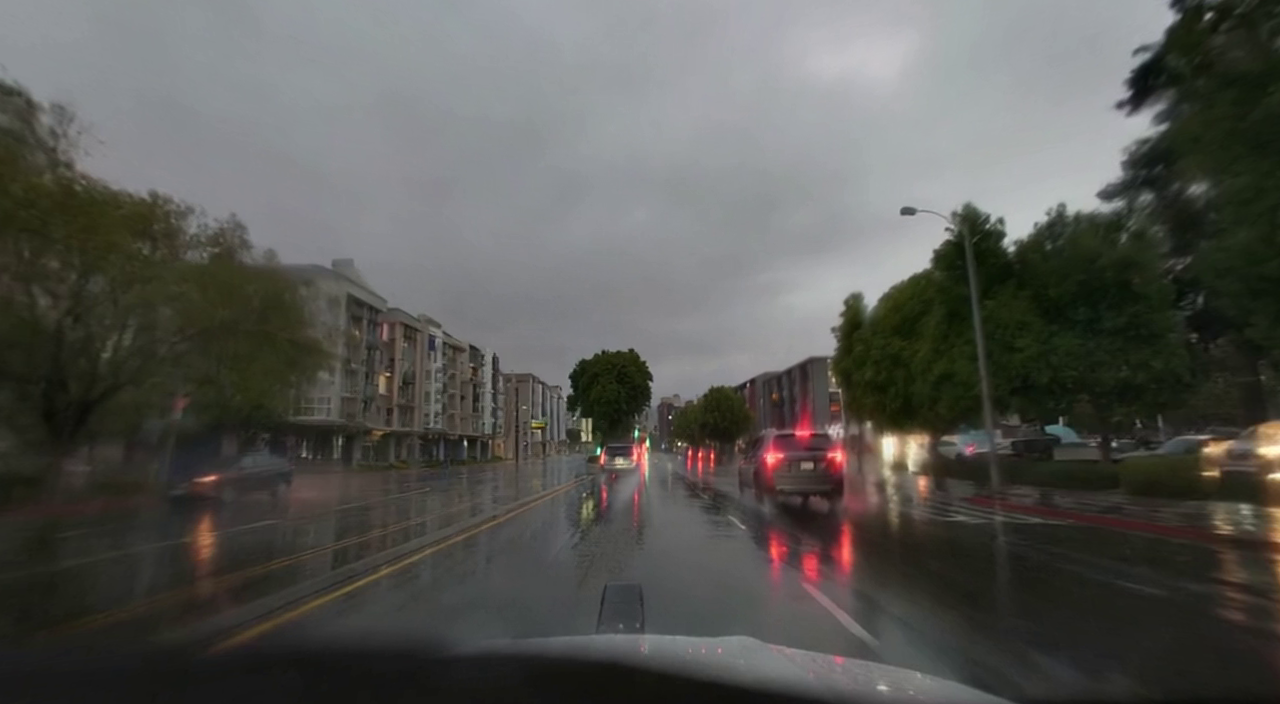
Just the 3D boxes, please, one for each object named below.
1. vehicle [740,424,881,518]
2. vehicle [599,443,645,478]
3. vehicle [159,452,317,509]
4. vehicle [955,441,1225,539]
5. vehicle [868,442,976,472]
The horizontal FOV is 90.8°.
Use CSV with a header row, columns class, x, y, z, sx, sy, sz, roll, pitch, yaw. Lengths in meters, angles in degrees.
class,x,y,z,sx,sy,sz,roll,pitch,yaw
vehicle,3.490,2.523,13.800,1.949,1.723,4.020,0,-9,0
vehicle,-0.799,5.062,29.722,2.006,1.487,3.535,0,-9,1
vehicle,-12.002,3.841,19.305,1.895,1.475,4.355,-1,-9,1
vehicle,8.035,2.467,11.976,1.909,1.475,4.487,-1,-9,2
vehicle,14.511,5.396,32.673,4.607,1.466,2.053,0,-9,-3
